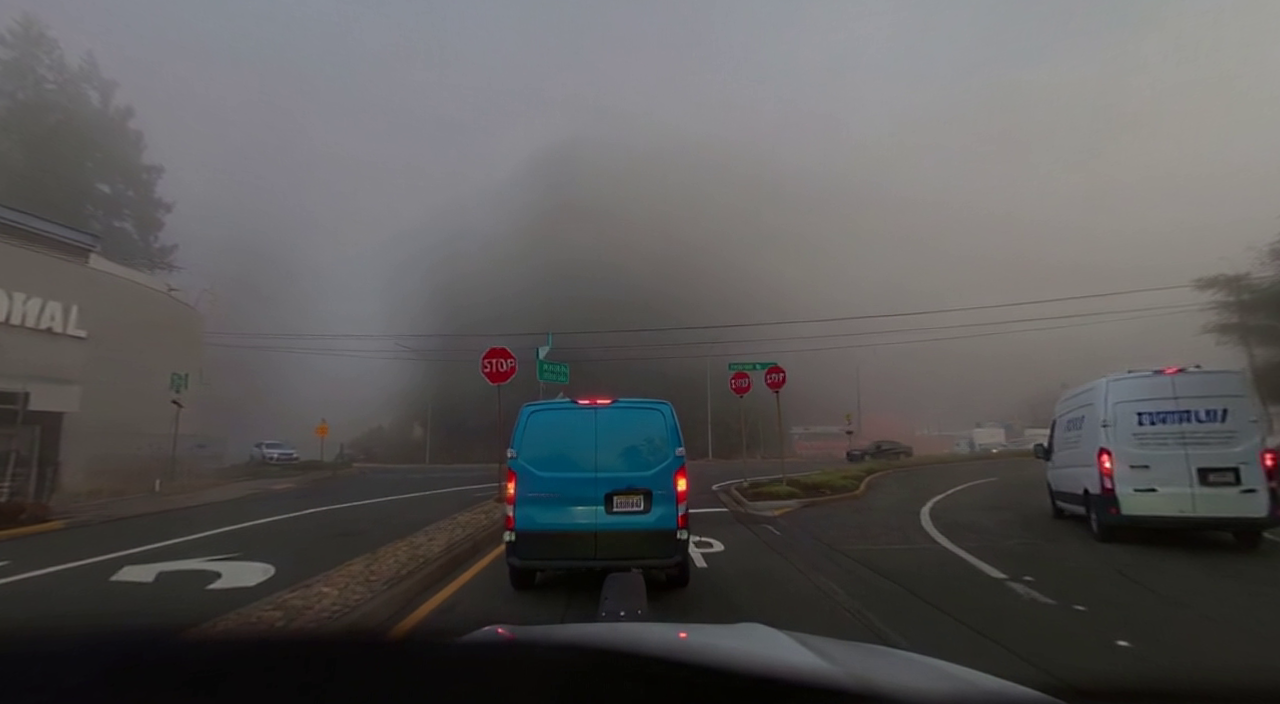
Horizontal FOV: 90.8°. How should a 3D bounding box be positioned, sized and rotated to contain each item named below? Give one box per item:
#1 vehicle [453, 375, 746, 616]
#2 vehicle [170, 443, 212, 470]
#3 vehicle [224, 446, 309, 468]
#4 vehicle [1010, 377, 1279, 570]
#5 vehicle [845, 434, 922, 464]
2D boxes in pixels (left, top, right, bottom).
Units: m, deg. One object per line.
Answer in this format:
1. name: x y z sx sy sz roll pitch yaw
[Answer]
1. vehicle: -0.228 1.433 7.182 2.237 1.828 4.546 0 -9 2
2. vehicle: -29.822 6.949 42.089 1.913 1.682 4.120 5 -10 -31
3. vehicle: -25.936 7.273 43.984 4.670 1.472 1.851 1 -9 -9
4. vehicle: 7.824 1.812 10.145 2.385 2.196 5.640 -3 -9 23
5. vehicle: 14.558 5.792 37.690 4.512 1.659 1.985 6 -10 -34
